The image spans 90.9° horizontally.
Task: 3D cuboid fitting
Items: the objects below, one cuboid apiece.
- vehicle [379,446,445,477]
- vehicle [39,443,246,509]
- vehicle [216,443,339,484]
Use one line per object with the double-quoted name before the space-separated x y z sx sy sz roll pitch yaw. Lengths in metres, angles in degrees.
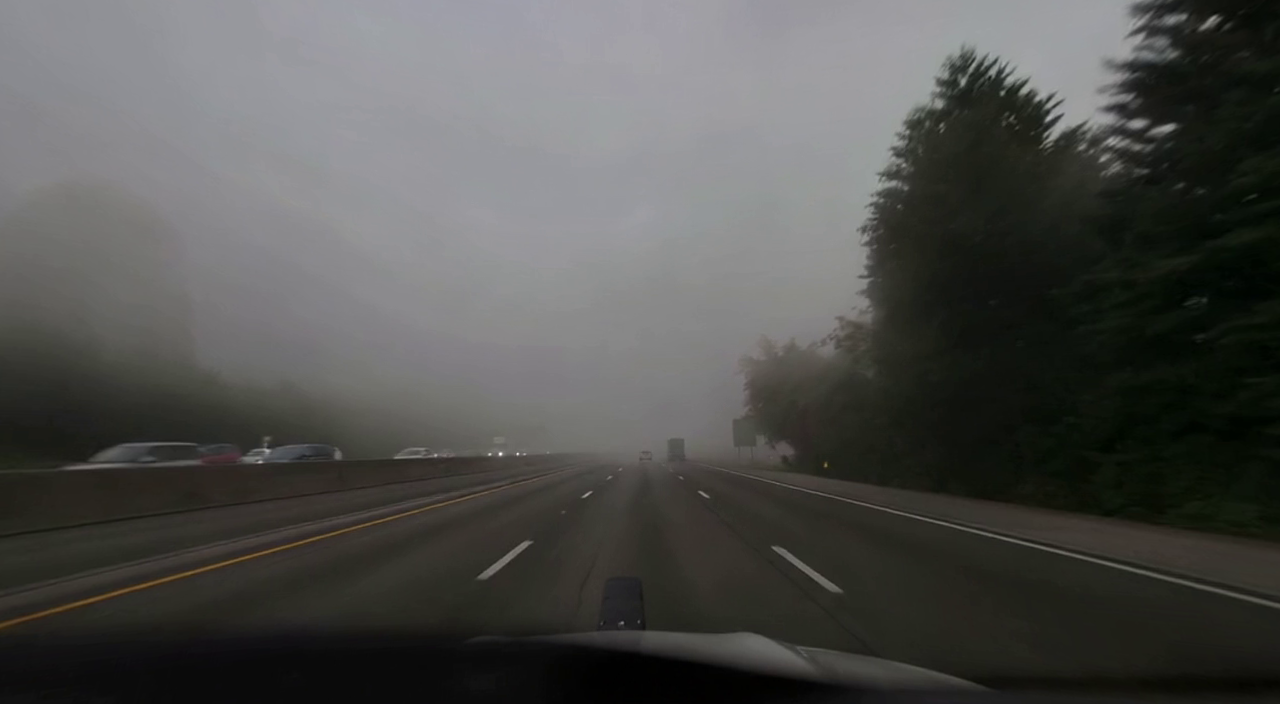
"vehicle" -11.808 5.687 32.947 1.801 1.449 4.143 -1 -9 1
"vehicle" -12.547 3.137 16.348 1.867 1.454 4.255 0 -9 0
"vehicle" -16.026 4.944 28.335 2.011 1.641 5.728 -1 -9 1
